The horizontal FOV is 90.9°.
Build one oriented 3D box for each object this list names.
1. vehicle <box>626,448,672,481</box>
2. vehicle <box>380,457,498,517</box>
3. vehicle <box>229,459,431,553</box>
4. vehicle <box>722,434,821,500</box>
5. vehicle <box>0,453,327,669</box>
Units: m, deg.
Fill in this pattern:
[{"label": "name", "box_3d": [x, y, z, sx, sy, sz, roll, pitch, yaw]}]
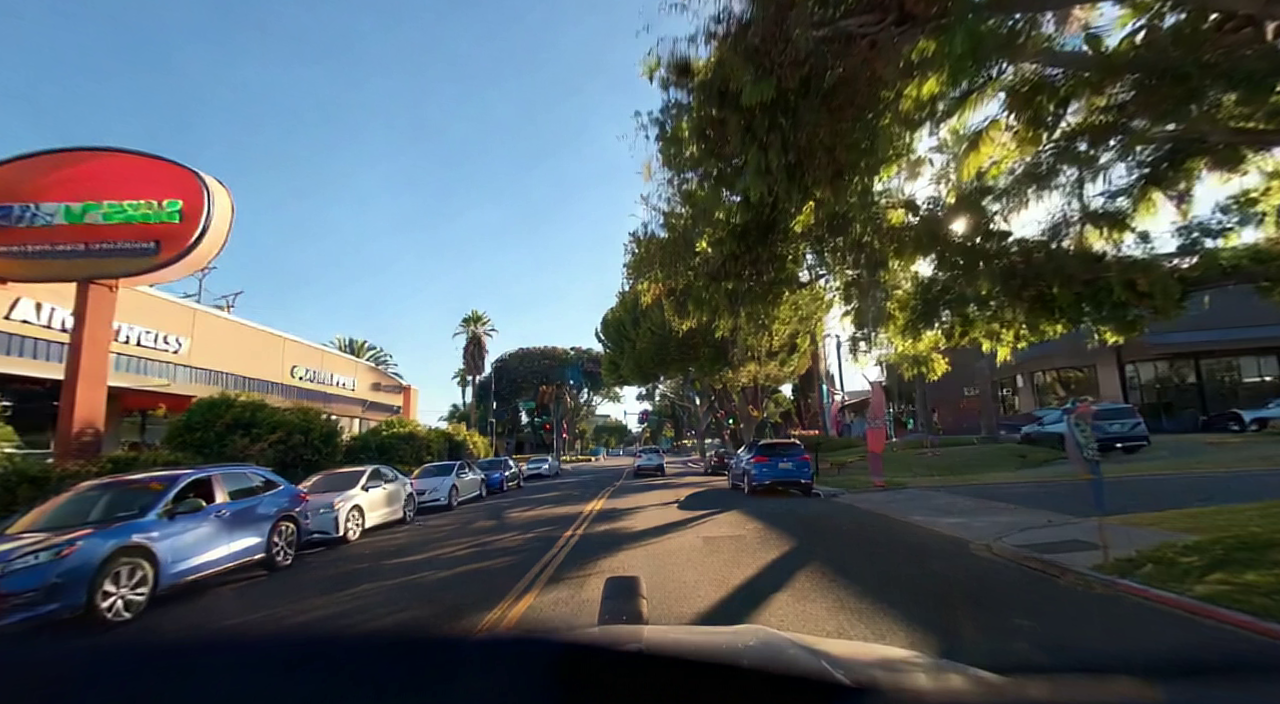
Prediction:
[{"label": "vehicle", "box_3d": [0.393, 5.275, 29.913, 2.060, 1.452, 4.078, 0, -8, 0]}, {"label": "vehicle", "box_3d": [-5.844, 3.952, 19.006, 1.874, 1.472, 4.668, -1, -8, 2]}, {"label": "vehicle", "box_3d": [-6.079, 3.031, 13.067, 1.810, 1.489, 4.336, -1, -8, 3]}, {"label": "vehicle", "box_3d": [3.946, 3.546, 19.903, 2.099, 1.786, 5.198, 0, -8, 1]}, {"label": "vehicle", "box_3d": [-6.074, 2.273, 7.649, 2.186, 1.621, 4.795, -10, -8, -4]}]
